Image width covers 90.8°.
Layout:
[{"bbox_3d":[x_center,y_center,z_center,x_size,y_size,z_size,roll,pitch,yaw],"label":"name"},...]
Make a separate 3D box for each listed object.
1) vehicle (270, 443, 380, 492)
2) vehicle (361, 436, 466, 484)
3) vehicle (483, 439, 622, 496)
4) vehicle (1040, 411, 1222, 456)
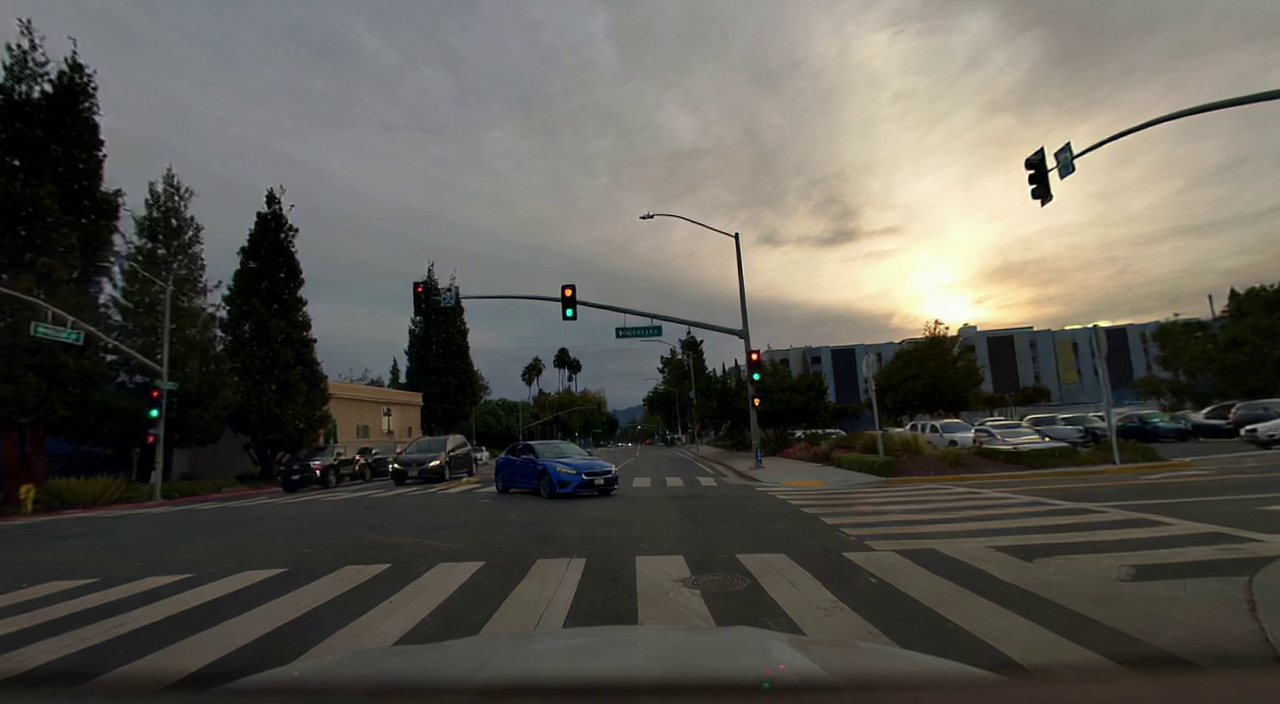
[{"bbox_3d":[-13.771,5.057,28.047,2.306,1.957,4.968,0,-9,-1],"label":"vehicle"},{"bbox_3d":[-10.154,4.913,28.982,2.664,1.940,5.702,0,-9,0],"label":"vehicle"},{"bbox_3d":[-2.752,3.410,19.067,2.071,1.470,4.592,7,-11,-38],"label":"vehicle"},{"bbox_3d":[16.948,2.901,22.112,4.560,1.453,1.851,-3,-9,18],"label":"vehicle"}]
